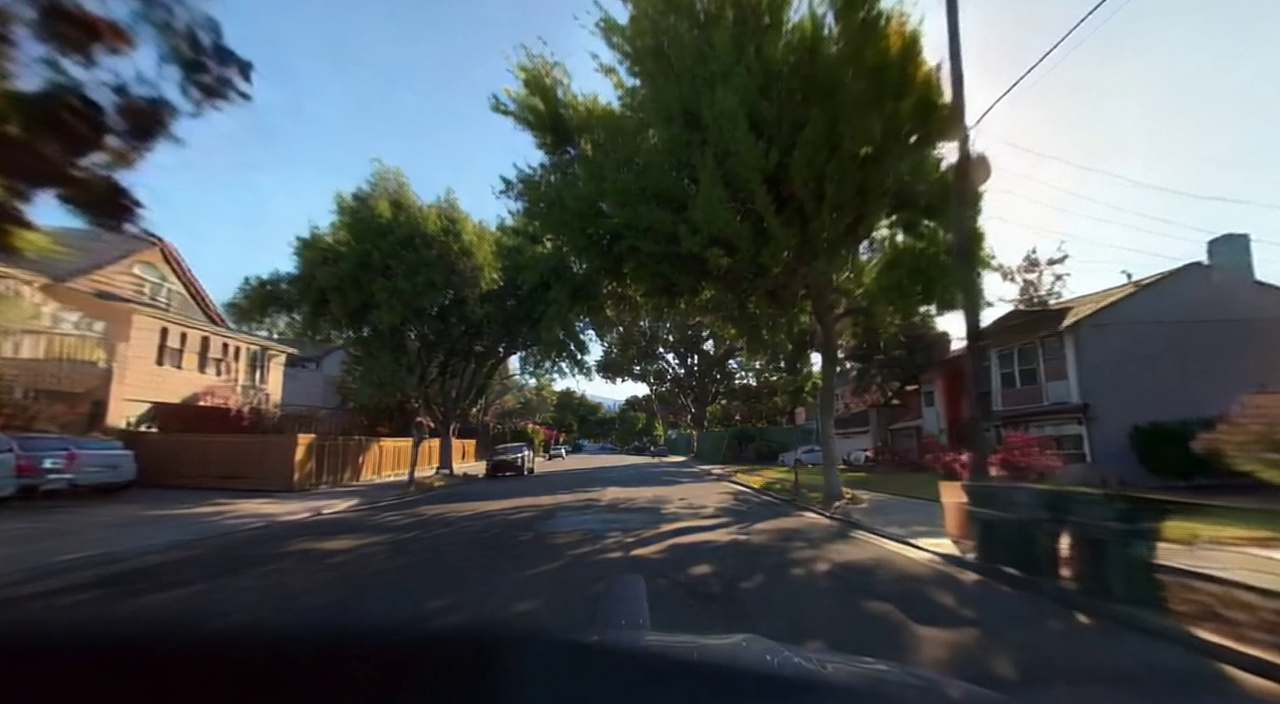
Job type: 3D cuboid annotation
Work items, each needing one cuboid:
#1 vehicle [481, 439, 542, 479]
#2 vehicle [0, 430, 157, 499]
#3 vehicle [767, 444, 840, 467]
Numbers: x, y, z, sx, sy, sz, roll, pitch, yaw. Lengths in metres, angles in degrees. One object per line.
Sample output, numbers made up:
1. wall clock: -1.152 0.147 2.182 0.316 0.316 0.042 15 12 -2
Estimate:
1. vehicle: -6.128 5.141 30.409 1.998 1.742 4.210 0 -9 1
2. vehicle: -14.356 2.620 14.803 4.291 1.484 1.872 0 -9 -1
3. vehicle: 12.169 7.713 46.862 4.708 1.527 2.113 0 -8 -9
